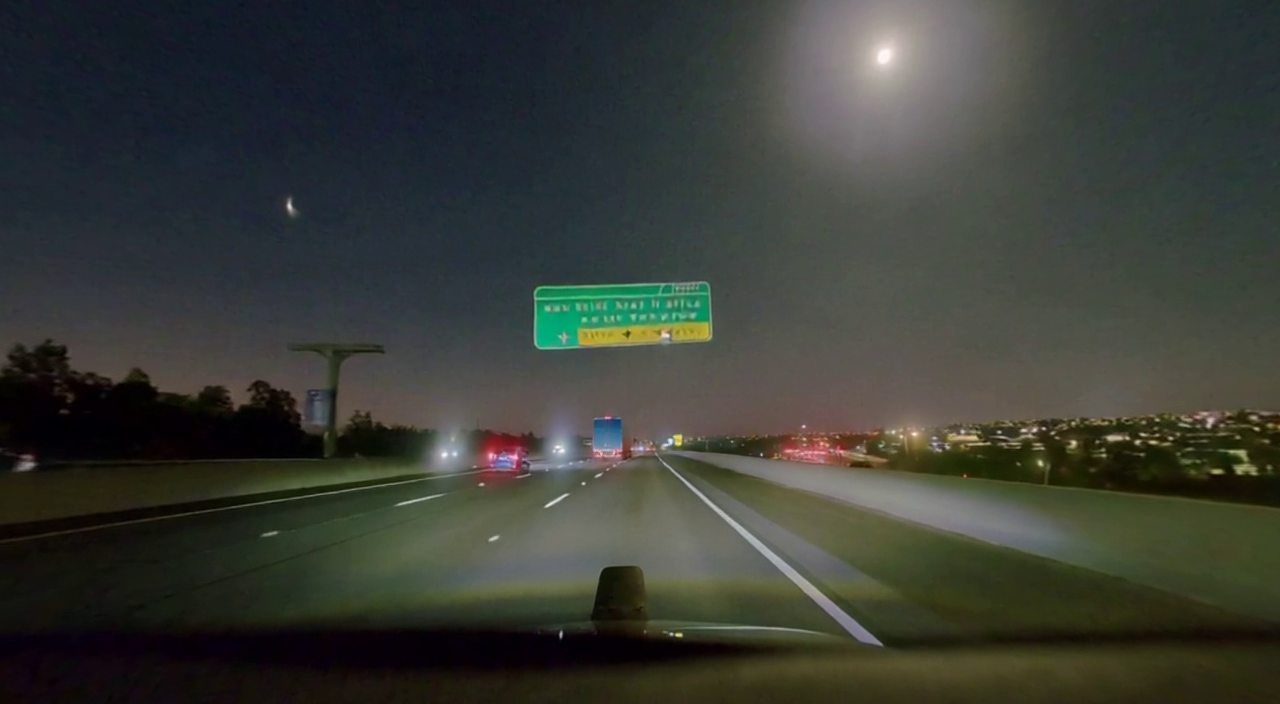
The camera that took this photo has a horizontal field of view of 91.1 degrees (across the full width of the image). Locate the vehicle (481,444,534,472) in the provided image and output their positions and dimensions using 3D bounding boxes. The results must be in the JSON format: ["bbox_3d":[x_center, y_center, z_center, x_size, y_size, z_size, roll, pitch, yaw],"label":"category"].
[{"bbox_3d":[-7.501,6.039,36.009,1.901,1.467,4.629,0,-8,2],"label":"vehicle"}]
